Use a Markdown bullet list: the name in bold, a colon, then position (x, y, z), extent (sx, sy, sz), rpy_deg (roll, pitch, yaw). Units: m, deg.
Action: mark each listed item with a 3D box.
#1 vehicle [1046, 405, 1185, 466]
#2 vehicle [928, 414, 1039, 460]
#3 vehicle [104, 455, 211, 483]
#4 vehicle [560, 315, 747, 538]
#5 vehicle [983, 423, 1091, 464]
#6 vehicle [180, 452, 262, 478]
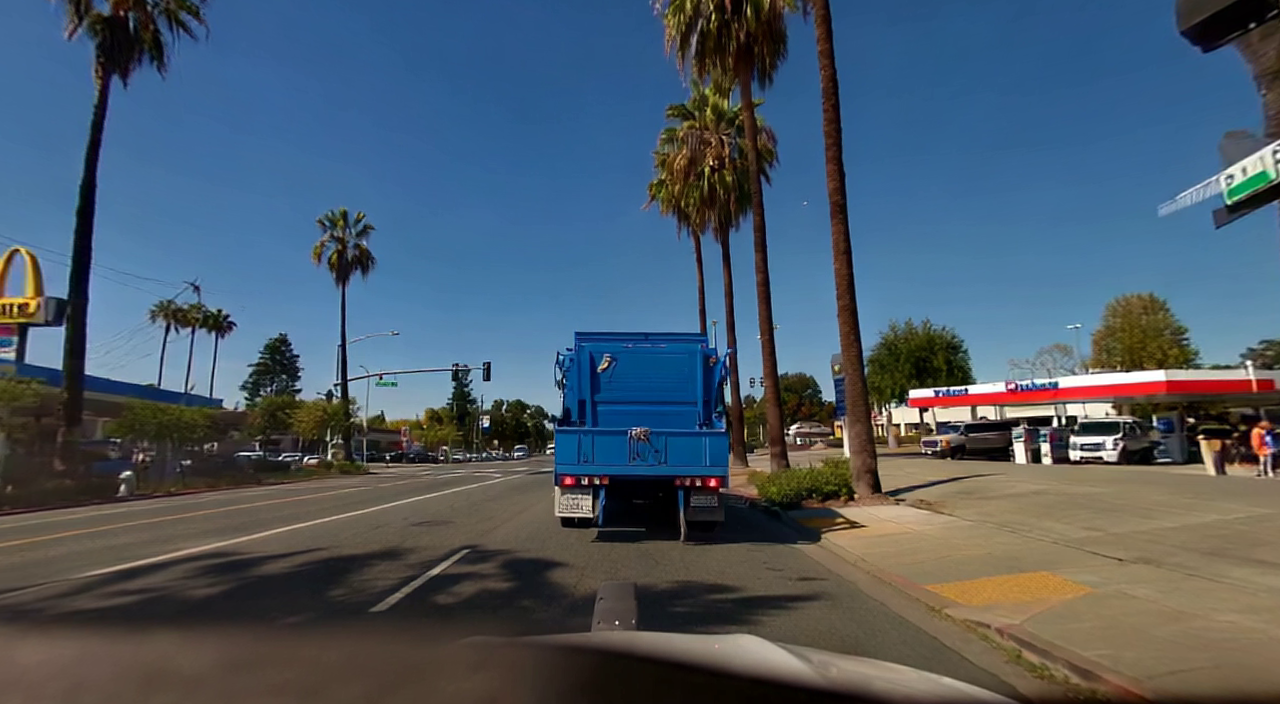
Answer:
- **vehicle**: position (15.785, 2.736, 20.915), extent (4.472, 1.730, 1.939), rpy_deg (2, -10, -31)
- **vehicle**: position (16.023, 3.992, 29.385), extent (5.078, 1.937, 2.326), rpy_deg (6, -10, -34)
- **vehicle**: position (-27.588, 6.670, 36.326), extent (4.493, 1.453, 1.912), rpy_deg (4, -9, -27)
- **vehicle**: position (0.147, 1.350, 11.441), extent (2.463, 2.954, 5.938), rpy_deg (1, -7, -1)
- **vehicle**: position (15.260, 3.516, 24.255), extent (4.105, 1.433, 1.931), rpy_deg (6, -10, -34)
- **vehicle**: position (-27.898, 7.534, 42.222), extent (4.303, 1.567, 2.021), rpy_deg (4, -9, -27)
